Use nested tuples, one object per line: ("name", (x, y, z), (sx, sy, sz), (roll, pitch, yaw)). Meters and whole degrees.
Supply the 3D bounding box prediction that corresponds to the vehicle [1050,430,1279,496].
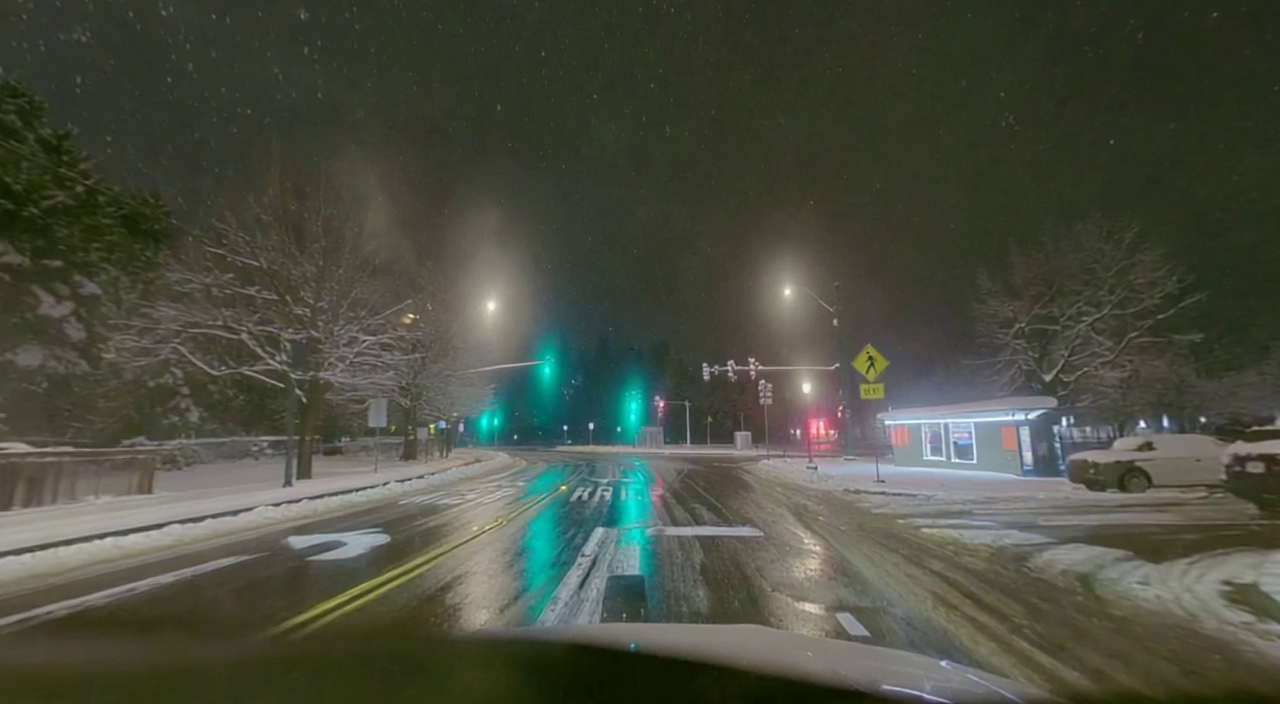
("vehicle", (13.044, 2.675, 15.349), (4.484, 1.443, 2.094), (-1, -9, 10))
